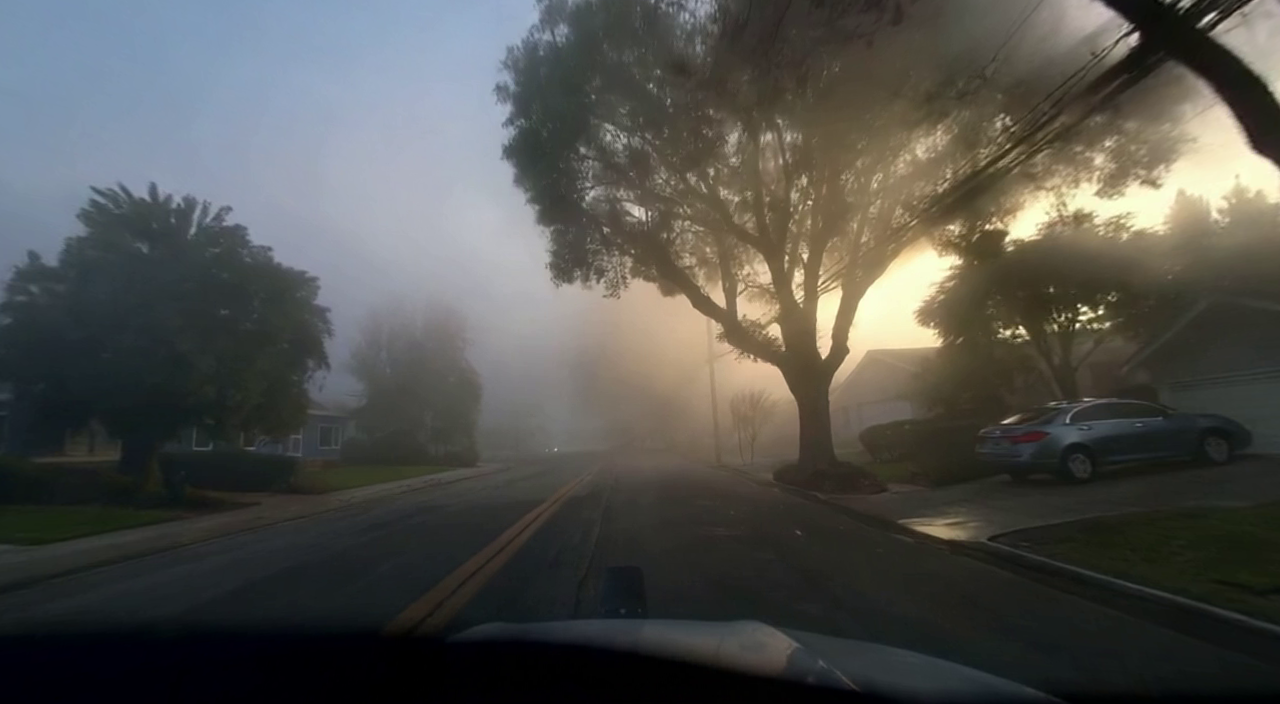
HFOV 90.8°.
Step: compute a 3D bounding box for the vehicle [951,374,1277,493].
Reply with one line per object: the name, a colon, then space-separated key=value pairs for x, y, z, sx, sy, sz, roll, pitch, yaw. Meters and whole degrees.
vehicle: x=10.365 y=1.831 z=14.199 sx=5.307 sy=1.940 sz=2.412 roll=-5 pitch=-8 yaw=-4
